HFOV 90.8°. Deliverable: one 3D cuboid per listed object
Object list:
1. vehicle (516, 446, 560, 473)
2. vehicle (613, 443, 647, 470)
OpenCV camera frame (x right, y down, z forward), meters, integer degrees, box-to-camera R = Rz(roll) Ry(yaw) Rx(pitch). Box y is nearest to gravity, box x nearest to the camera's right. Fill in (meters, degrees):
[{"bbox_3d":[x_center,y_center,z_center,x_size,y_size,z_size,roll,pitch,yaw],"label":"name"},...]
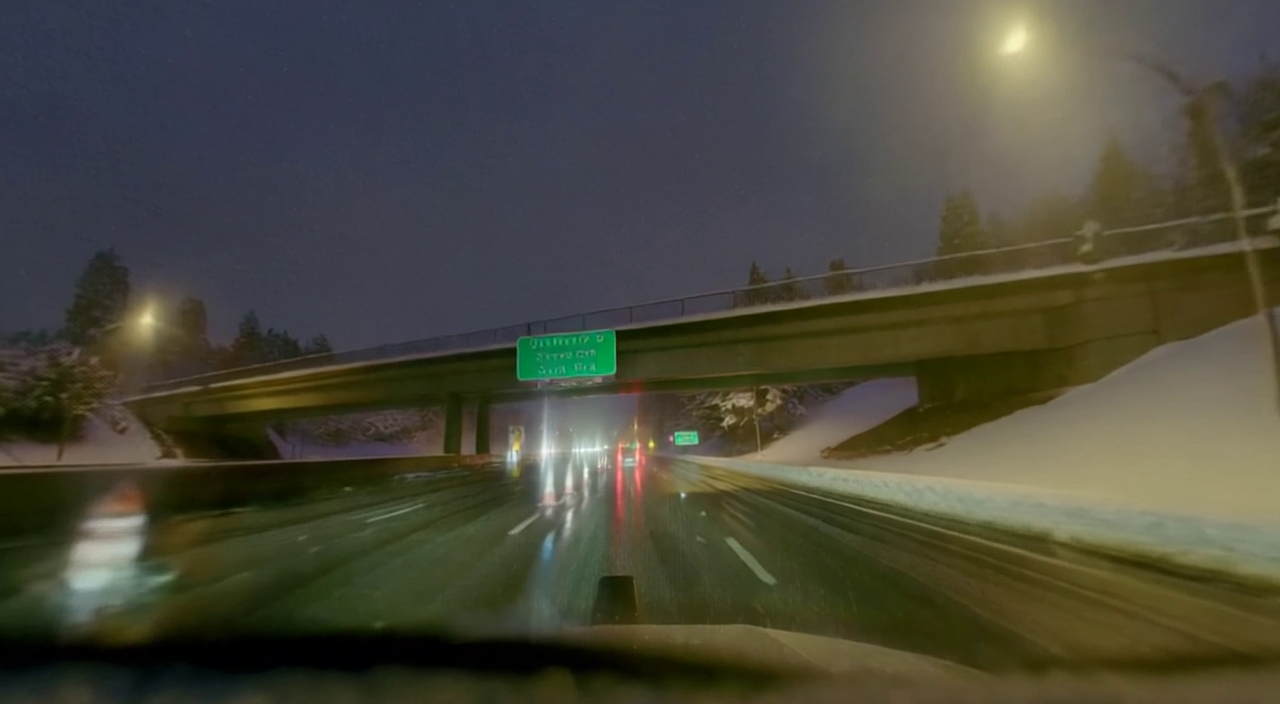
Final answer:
[{"bbox_3d":[-6.140,6.516,38.582,1.997,1.507,4.248,0,-9,-1],"label":"vehicle"},{"bbox_3d":[-0.622,6.707,40.686,2.109,1.638,3.856,0,-9,-1],"label":"vehicle"}]
